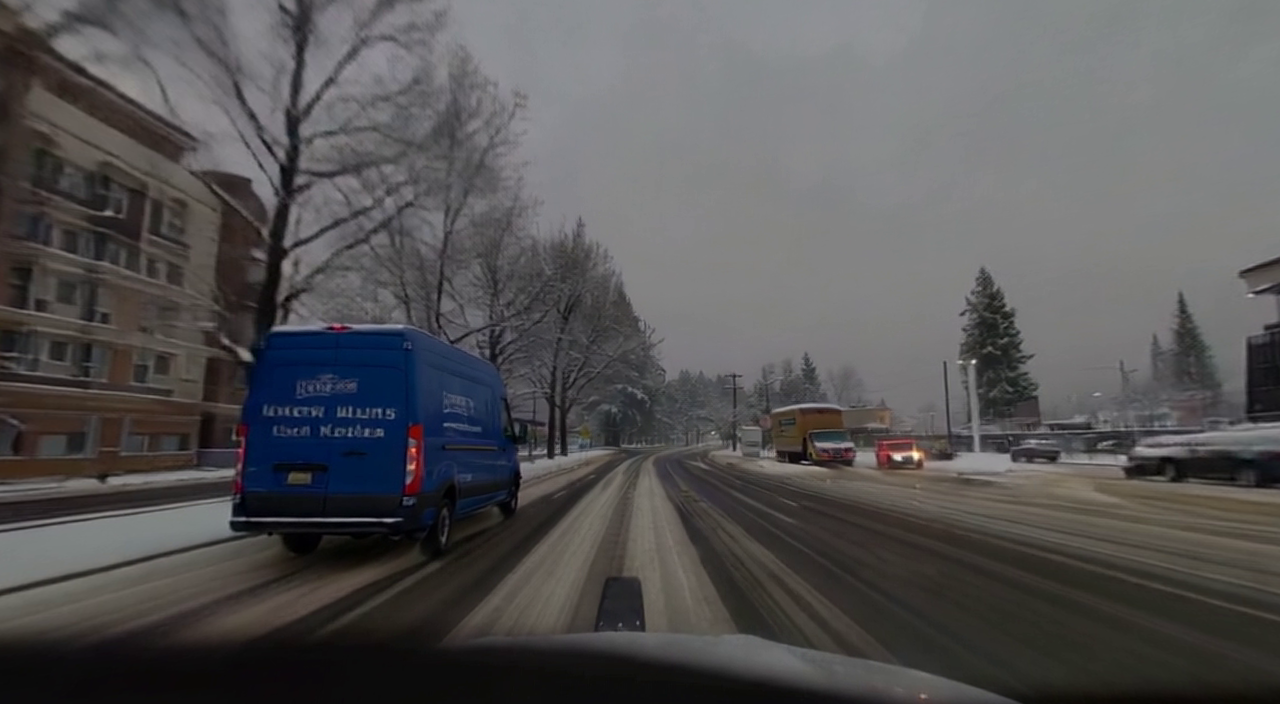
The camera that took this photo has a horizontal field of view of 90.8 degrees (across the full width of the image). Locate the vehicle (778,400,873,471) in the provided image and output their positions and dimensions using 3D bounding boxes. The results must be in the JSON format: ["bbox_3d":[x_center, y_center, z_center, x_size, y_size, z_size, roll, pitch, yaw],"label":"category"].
[{"bbox_3d":[9.401,4.410,33.045,2.882,3.208,7.609,-1,-8,2],"label":"vehicle"}]

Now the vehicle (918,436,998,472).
[{"bbox_3d":[16.588,5.254,32.871,4.698,1.726,2.046,7,-11,-41],"label":"vehicle"}]

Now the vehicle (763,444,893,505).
[{"bbox_3d":[4.987,3.296,17.650,2.127,1.439,5.034,0,-8,1],"label":"vehicle"}]

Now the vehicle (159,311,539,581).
[{"bbox_3d":[-3.788,1.556,10.799,2.763,2.974,7.562,0,-8,1],"label":"vehicle"}]

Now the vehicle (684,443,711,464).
[{"bbox_3d":[4.392,7.812,48.678,1.878,1.534,4.120,-1,-8,3],"label":"vehicle"}]

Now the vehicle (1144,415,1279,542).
[{"bbox_3d":[9.245,1.646,8.259,1.814,1.646,4.133,0,-8,-1],"label":"vehicle"}]

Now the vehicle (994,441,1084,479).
[{"bbox_3d":[16.528,4.404,26.059,4.307,1.438,1.923,8,-12,-42],"label":"vehicle"}]
